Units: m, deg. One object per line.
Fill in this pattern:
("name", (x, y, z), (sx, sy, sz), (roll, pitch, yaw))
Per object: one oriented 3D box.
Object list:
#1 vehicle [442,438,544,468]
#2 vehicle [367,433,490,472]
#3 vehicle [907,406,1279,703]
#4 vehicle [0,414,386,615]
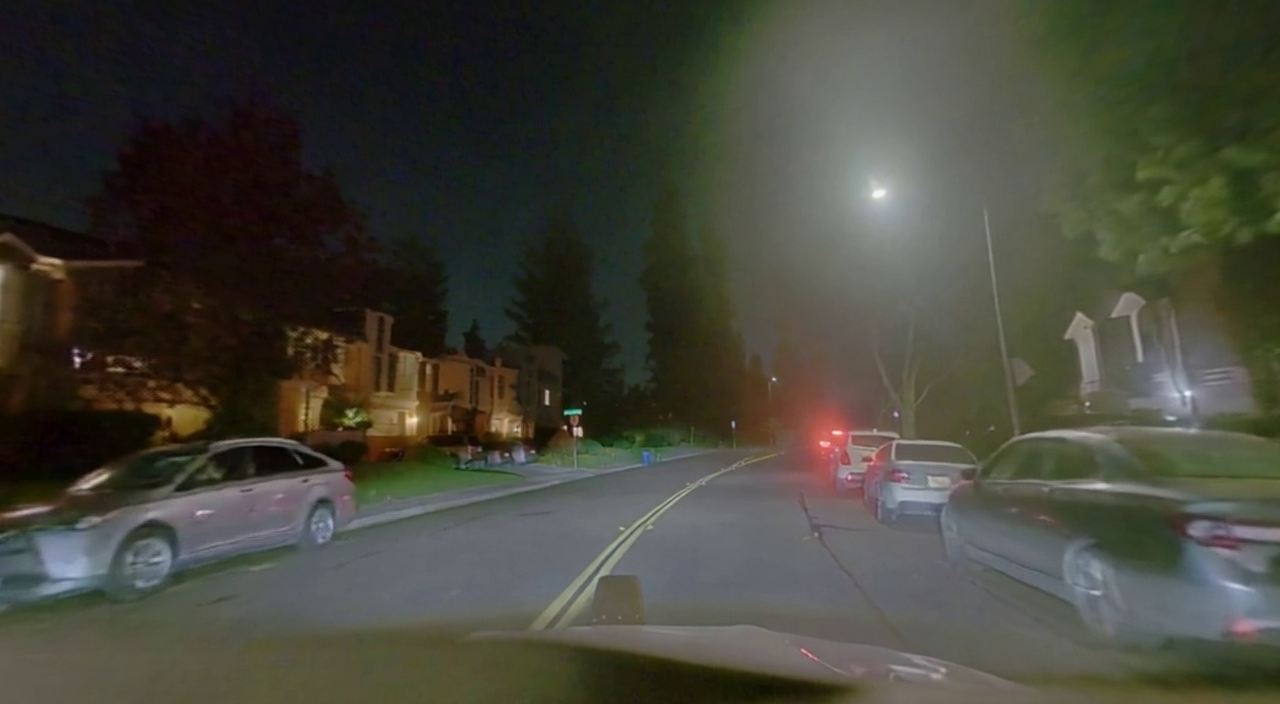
("vehicle", (-7.250, 5.000, 31.393), (4.455, 1.419, 2.017), (-2, -9, 14))
("vehicle", (-9.155, 4.356, 27.481), (4.635, 1.594, 2.132), (-3, -9, 16))
("vehicle", (3.892, 1.290, 4.833), (2.045, 1.478, 4.914), (-1, -8, 7))
("vehicle", (-5.513, 1.758, 7.961), (2.030, 1.696, 4.828), (-2, -9, 9))
